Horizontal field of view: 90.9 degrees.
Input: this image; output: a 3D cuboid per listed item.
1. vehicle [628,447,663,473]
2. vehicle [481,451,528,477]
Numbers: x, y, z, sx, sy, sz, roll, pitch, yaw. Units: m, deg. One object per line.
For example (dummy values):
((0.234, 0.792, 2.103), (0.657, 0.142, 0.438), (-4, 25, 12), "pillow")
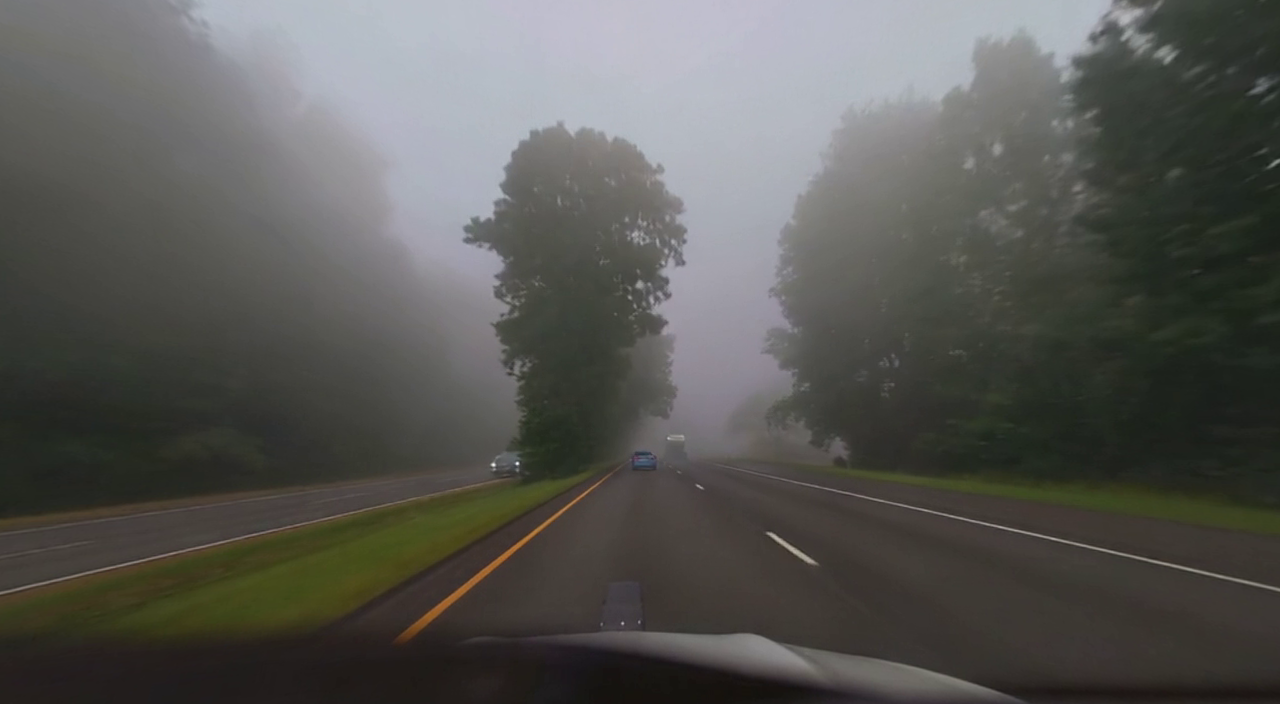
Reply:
((0.312, 6.268, 36.659), (1.926, 1.386, 3.615), (0, -9, 0), "vehicle")
((-8.187, 6.792, 38.450), (1.889, 1.488, 4.263), (0, -9, 0), "vehicle")
